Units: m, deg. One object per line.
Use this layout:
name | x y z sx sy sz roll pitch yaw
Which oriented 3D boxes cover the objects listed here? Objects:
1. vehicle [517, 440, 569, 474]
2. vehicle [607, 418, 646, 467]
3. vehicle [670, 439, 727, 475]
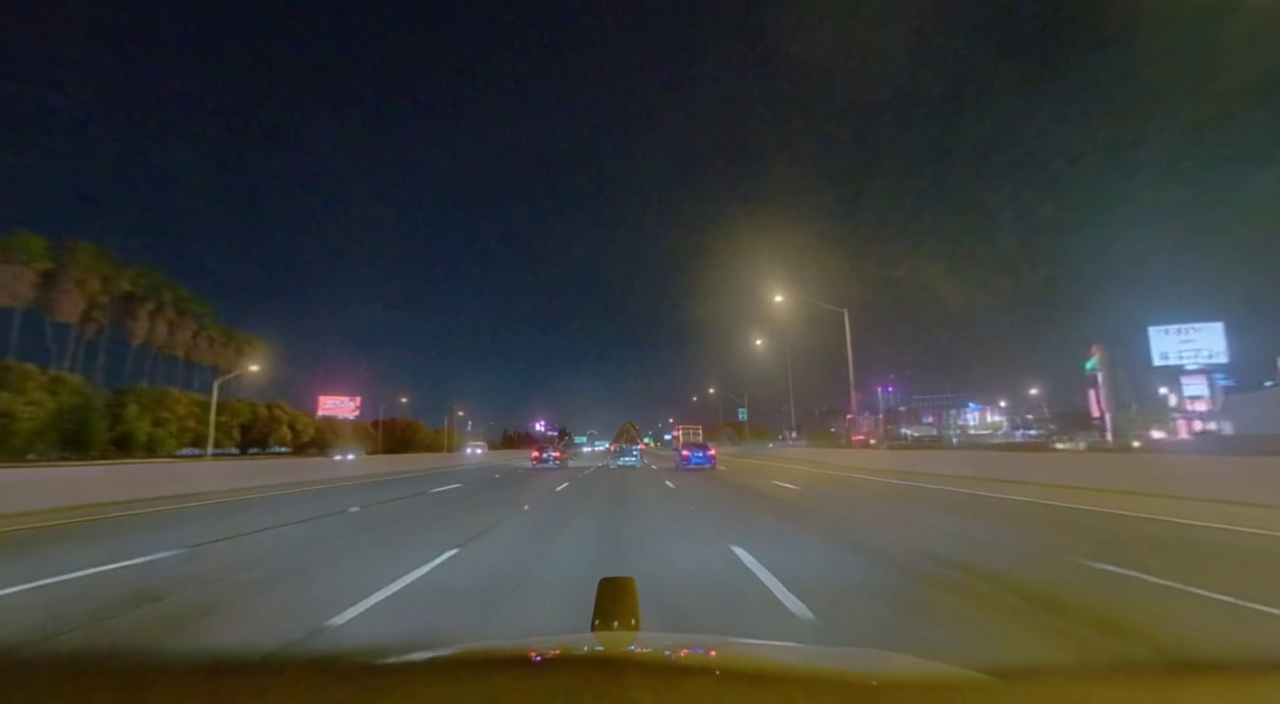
vehicle | -4.980 5.463 33.098 2.021 1.598 4.887 0 -8 -1
vehicle | -0.888 5.983 41.639 2.364 2.953 6.495 0 -8 -2
vehicle | 2.792 5.154 31.311 2.175 1.598 4.584 0 -8 -3
